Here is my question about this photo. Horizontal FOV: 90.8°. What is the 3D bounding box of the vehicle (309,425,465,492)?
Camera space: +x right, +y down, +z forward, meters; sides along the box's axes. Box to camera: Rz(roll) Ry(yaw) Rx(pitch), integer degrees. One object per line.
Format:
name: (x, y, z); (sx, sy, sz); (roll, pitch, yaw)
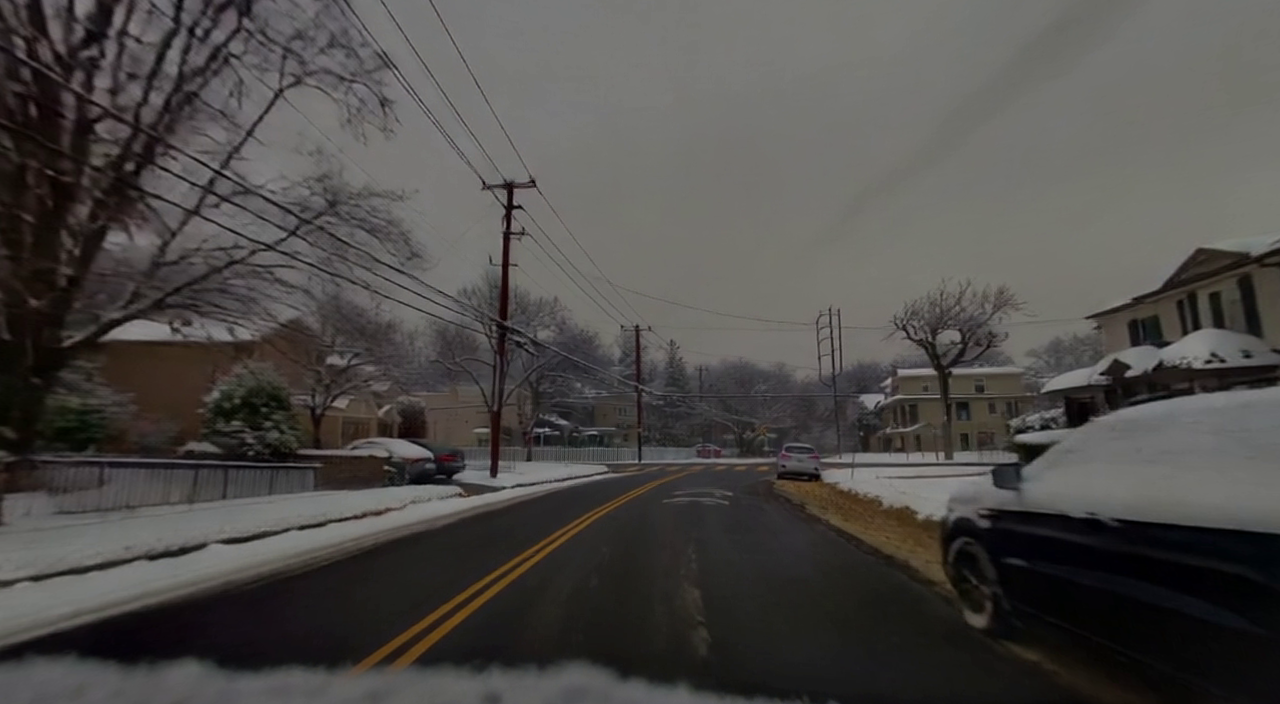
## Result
vehicle: (-9.925, 4.160, 24.977); (5.228, 2.041, 2.023); (4, -8, 9)

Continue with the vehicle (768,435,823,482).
vehicle: (6.795, 4.636, 27.773); (2.070, 1.847, 4.457); (-2, -9, 13)

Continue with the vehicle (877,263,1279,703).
vehicle: (3.280, 0.742, 2.528); (2.273, 1.938, 6.400); (0, -9, 1)
